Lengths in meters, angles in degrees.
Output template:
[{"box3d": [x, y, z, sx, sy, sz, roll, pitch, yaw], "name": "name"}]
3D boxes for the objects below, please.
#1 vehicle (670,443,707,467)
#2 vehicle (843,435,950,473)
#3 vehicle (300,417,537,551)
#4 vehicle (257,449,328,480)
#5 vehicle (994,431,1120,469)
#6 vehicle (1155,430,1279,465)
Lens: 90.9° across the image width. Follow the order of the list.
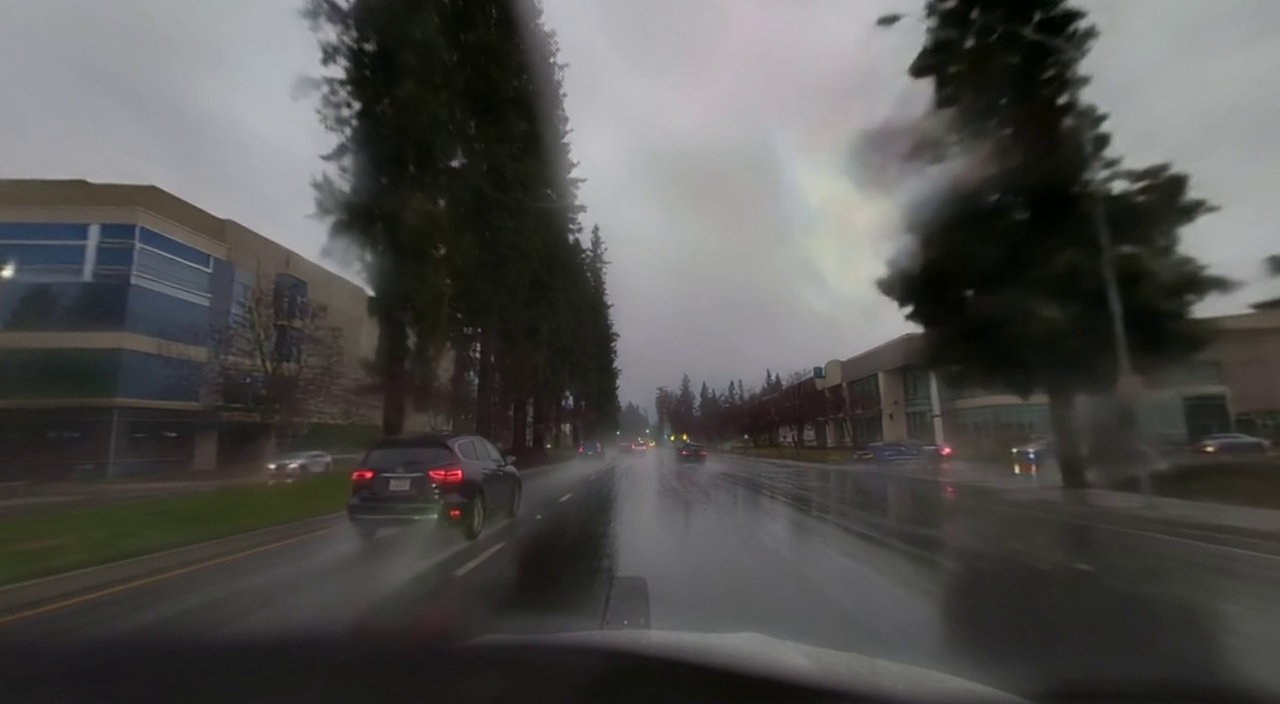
[{"box3d": [3.165, 6.817, 42.061, 2.087, 1.506, 4.276, 0, -8, 0], "name": "vehicle"}, {"box3d": [12.691, 5.117, 31.517, 4.515, 1.599, 1.968, -4, -10, 10], "name": "vehicle"}, {"box3d": [-3.146, 1.982, 10.204, 2.121, 1.656, 4.559, 0, -8, 1], "name": "vehicle"}, {"box3d": [-21.261, 6.860, 38.800, 1.841, 1.722, 4.490, 0, -8, 0], "name": "vehicle"}, {"box3d": [20.655, 4.866, 31.379, 4.691, 1.626, 1.989, -3, -9, 3], "name": "vehicle"}, {"box3d": [28.771, 4.717, 31.218, 4.759, 1.666, 1.941, 0, -9, -1], "name": "vehicle"}]
